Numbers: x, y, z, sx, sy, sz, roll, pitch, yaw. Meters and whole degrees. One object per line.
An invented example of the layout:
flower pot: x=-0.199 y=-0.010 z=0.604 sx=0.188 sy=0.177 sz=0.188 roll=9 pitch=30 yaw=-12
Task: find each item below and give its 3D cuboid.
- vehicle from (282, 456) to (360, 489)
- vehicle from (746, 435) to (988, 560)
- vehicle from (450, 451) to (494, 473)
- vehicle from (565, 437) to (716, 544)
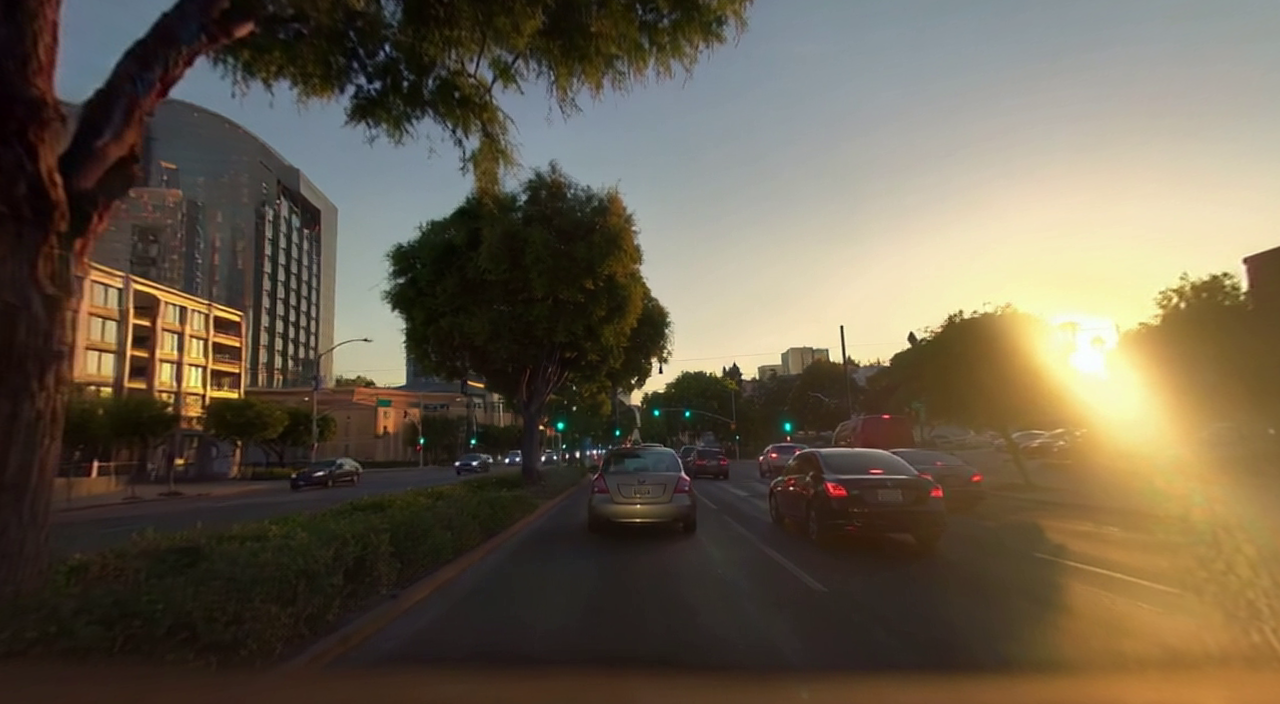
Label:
vehicle: x=-16.543 y=6.241 z=33.034 sx=1.864 sy=1.489 sz=4.346 roll=0 pitch=-8 yaw=0
vehicle: x=3.129 y=2.090 z=9.943 sx=1.995 sy=1.483 sz=4.533 roll=0 pitch=-8 yaw=-2
vehicle: x=-12.551 y=8.264 z=47.604 sx=2.020 sy=1.533 sz=4.620 roll=0 pitch=-8 yaw=0
vehicle: x=-0.040 y=2.254 z=10.983 sx=2.105 sy=1.474 sz=4.127 roll=0 pitch=-8 yaw=-1
